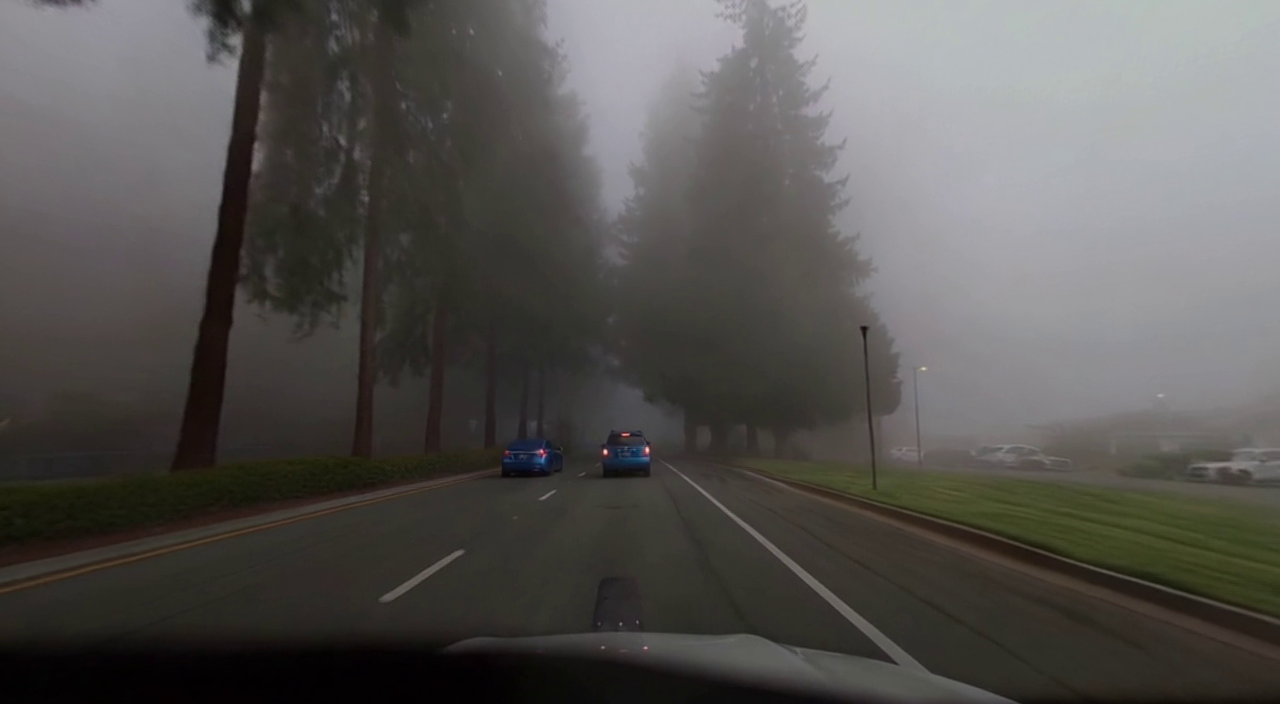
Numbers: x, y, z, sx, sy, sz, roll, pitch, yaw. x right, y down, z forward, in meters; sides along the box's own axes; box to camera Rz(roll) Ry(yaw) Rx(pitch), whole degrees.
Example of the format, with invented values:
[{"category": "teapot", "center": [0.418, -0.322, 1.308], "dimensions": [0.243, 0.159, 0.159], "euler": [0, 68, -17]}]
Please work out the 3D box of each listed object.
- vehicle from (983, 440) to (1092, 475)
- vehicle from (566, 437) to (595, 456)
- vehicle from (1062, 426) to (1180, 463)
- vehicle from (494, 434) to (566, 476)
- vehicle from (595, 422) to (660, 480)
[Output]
[{"category": "vehicle", "center": [20.666, 5.462, 32.918], "dimensions": [4.387, 1.752, 1.903], "euler": [0, -8, -3]}, {"category": "vehicle", "center": [-4.555, 7.327, 49.059], "dimensions": [1.831, 1.445, 3.851], "euler": [0, -8, 1]}, {"category": "vehicle", "center": [20.550, 3.953, 27.077], "dimensions": [3.567, 1.521, 1.879], "euler": [1, -8, -5]}, {"category": "vehicle", "center": [-4.035, 3.848, 23.818], "dimensions": [1.917, 1.448, 4.178], "euler": [0, -8, 1]}, {"category": "vehicle", "center": [-0.419, 3.340, 21.532], "dimensions": [2.018, 1.769, 3.897], "euler": [0, -8, -1]}]
